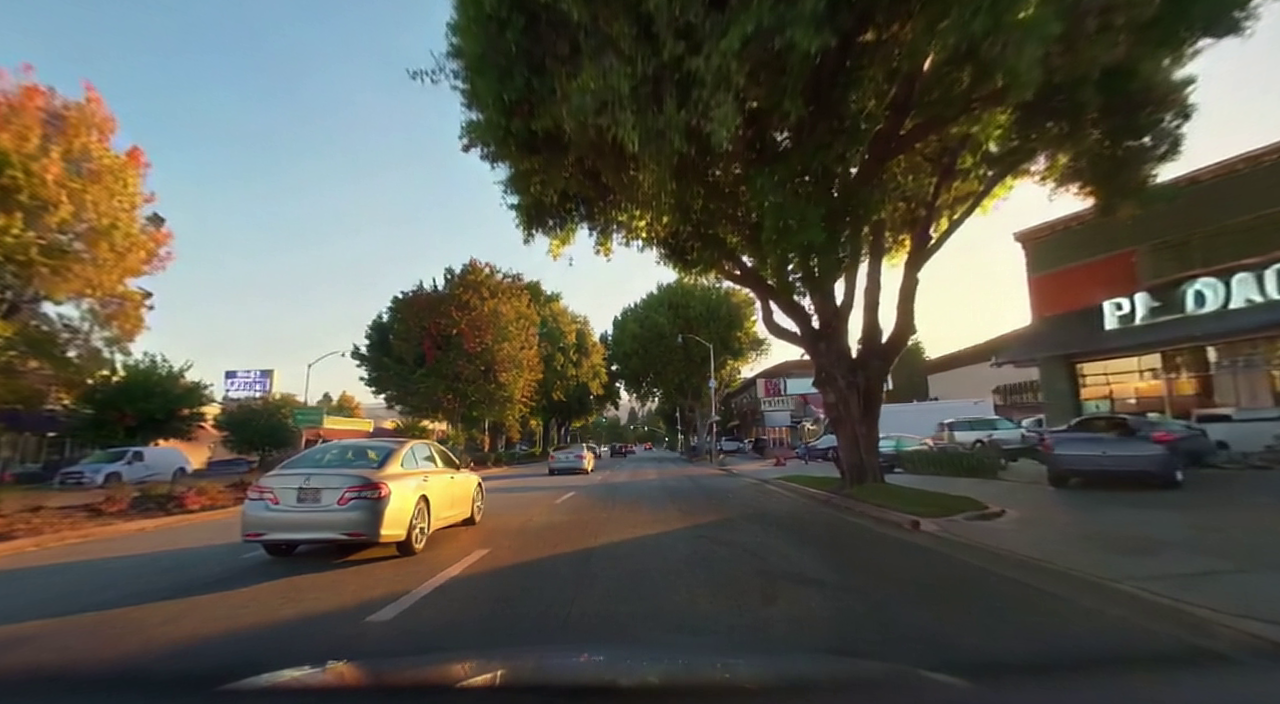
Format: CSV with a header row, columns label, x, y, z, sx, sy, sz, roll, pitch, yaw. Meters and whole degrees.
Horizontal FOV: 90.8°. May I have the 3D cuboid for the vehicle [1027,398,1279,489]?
label,x,y,z,sx,sy,sz,roll,pitch,yaw
vehicle,12.688,2.344,16.154,2.222,1.922,5.164,0,-9,0

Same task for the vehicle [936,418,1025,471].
label,x,y,z,sx,sy,sz,roll,pitch,yaw
vehicle,14.797,4.001,27.358,2.031,2.064,4.681,-9,-12,43

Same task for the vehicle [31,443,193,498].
label,x,y,z,sx,sy,sz,roll,pitch,yaw
vehicle,-25.524,5.690,31.048,2.214,2.238,6.591,-4,-9,1

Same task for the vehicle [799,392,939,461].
label,x,y,z,sx,sy,sz,roll,pitch,yaw
vehicle,15.547,5.161,43.407,8.300,4.310,2.832,-2,-9,1

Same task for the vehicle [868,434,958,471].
label,x,y,z,sx,sy,sz,roll,pitch,yaw
vehicle,12.311,4.476,28.374,2.090,1.501,4.732,-8,-12,43

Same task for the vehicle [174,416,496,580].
label,x,y,z,sx,sy,sz,roll,pitch,yaw
vehicle,-3.651,1.838,8.795,2.126,1.655,4.560,0,-9,1

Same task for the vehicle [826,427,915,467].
label,x,y,z,sx,sy,sz,roll,pitch,yaw
vehicle,11.880,4.875,32.338,5.297,1.843,2.097,8,-12,-44

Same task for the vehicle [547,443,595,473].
label,x,y,z,sx,sy,sz,roll,pitch,yaw
vehicle,-3.573,5.551,33.324,1.955,1.461,4.396,0,-9,1
